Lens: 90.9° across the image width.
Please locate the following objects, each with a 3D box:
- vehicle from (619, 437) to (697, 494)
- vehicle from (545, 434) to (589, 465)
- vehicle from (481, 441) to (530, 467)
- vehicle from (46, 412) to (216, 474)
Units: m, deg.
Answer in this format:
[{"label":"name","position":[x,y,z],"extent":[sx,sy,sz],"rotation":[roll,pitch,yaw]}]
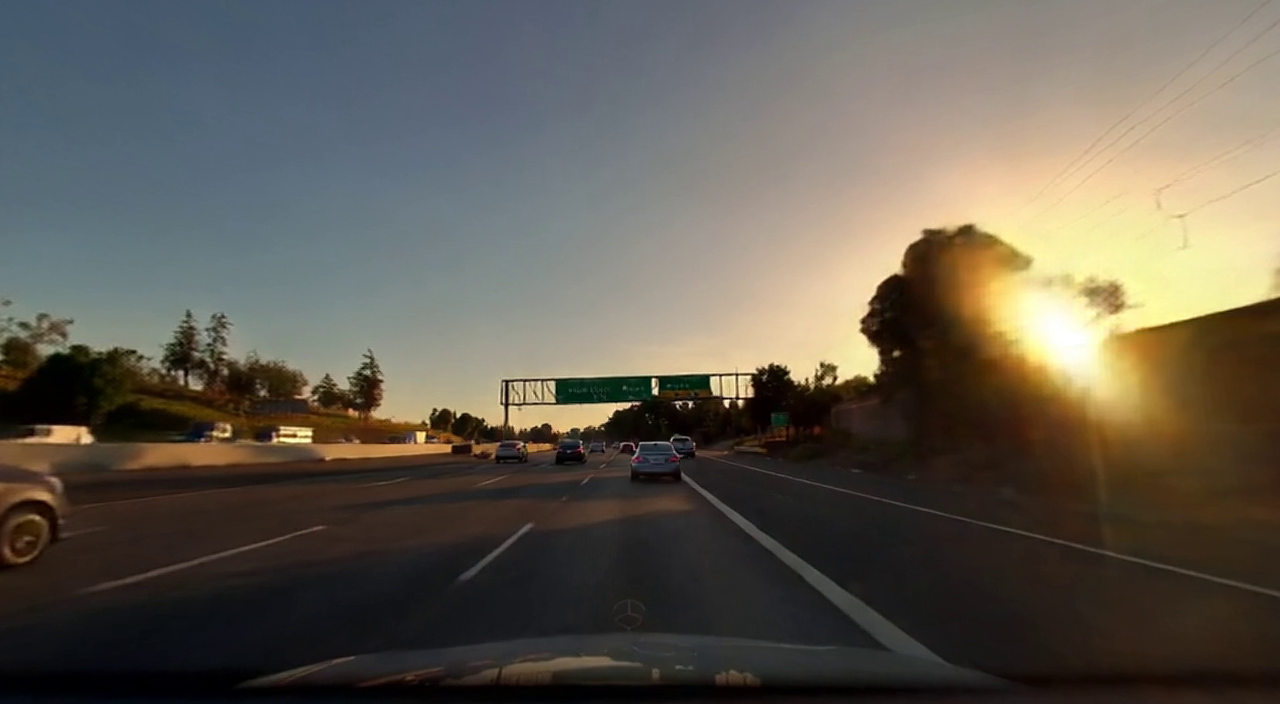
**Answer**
[{"label":"vehicle","position":[0.423,3.310,18.816],"extent":[2.082,1.482,4.126],"rotation":[0,-8,-1]},{"label":"vehicle","position":[-4.426,5.978,38.872],"extent":[2.289,1.777,4.534],"rotation":[0,-8,-2]},{"label":"vehicle","position":[-8.119,6.196,38.438],"extent":[1.974,1.464,4.733],"rotation":[0,-8,-1]},{"label":"vehicle","position":[-29.091,5.319,36.819],"extent":[2.815,3.121,8.954],"rotation":[0,-8,-3]}]
